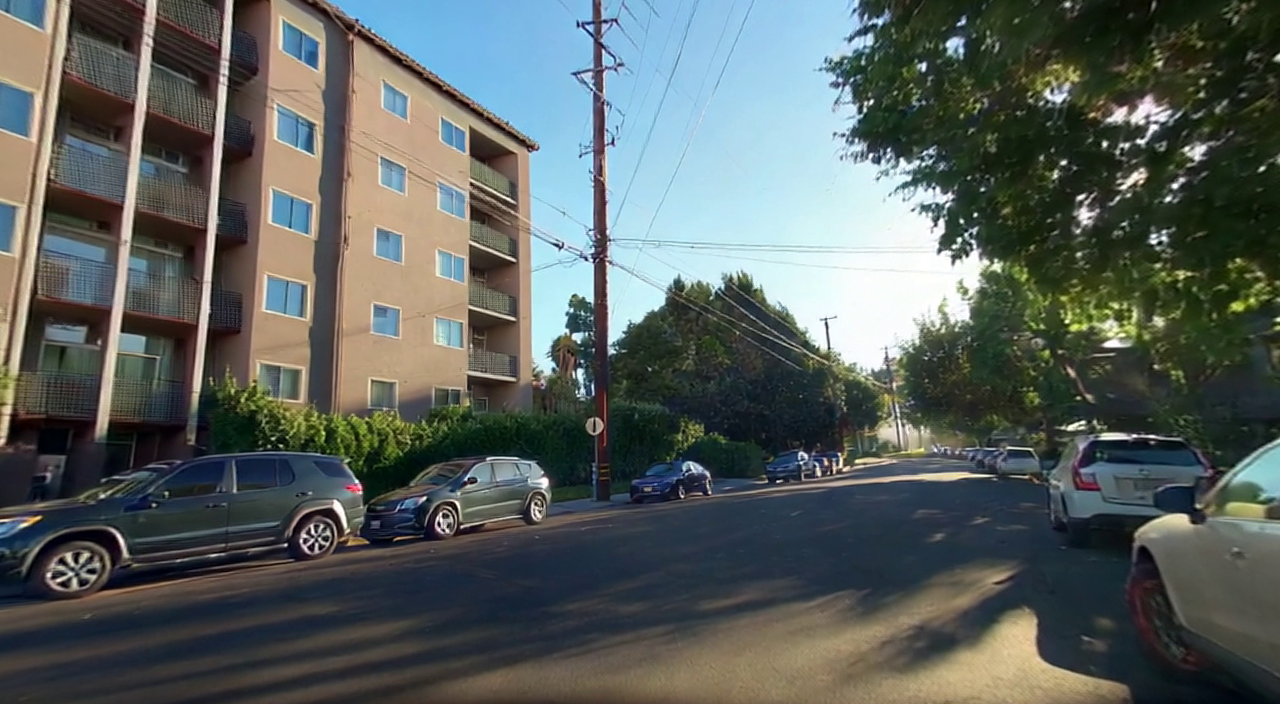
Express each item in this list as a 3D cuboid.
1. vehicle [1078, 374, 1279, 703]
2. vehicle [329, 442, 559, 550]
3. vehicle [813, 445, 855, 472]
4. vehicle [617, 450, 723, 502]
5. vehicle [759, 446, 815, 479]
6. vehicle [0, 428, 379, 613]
[{"bbox_3d":[3.686,1.035,3.053,2.030,1.535,4.683,-5,-10,29],"label":"vehicle"},{"bbox_3d":[-3.911,2.991,13.483,2.068,1.745,4.579,-11,-14,24],"label":"vehicle"},{"bbox_3d":[14.920,8.215,48.342,1.953,1.699,4.234,-10,-16,29],"label":"vehicle"},{"bbox_3d":[1.246,4.635,23.931,2.017,1.582,4.664,-12,-13,27],"label":"vehicle"},{"bbox_3d":[8.758,6.470,37.316,2.011,1.801,4.676,-5,-10,28],"label":"vehicle"},{"bbox_3d":[-6.440,2.220,8.845,1.973,1.848,5.100,-12,-14,24],"label":"vehicle"}]
